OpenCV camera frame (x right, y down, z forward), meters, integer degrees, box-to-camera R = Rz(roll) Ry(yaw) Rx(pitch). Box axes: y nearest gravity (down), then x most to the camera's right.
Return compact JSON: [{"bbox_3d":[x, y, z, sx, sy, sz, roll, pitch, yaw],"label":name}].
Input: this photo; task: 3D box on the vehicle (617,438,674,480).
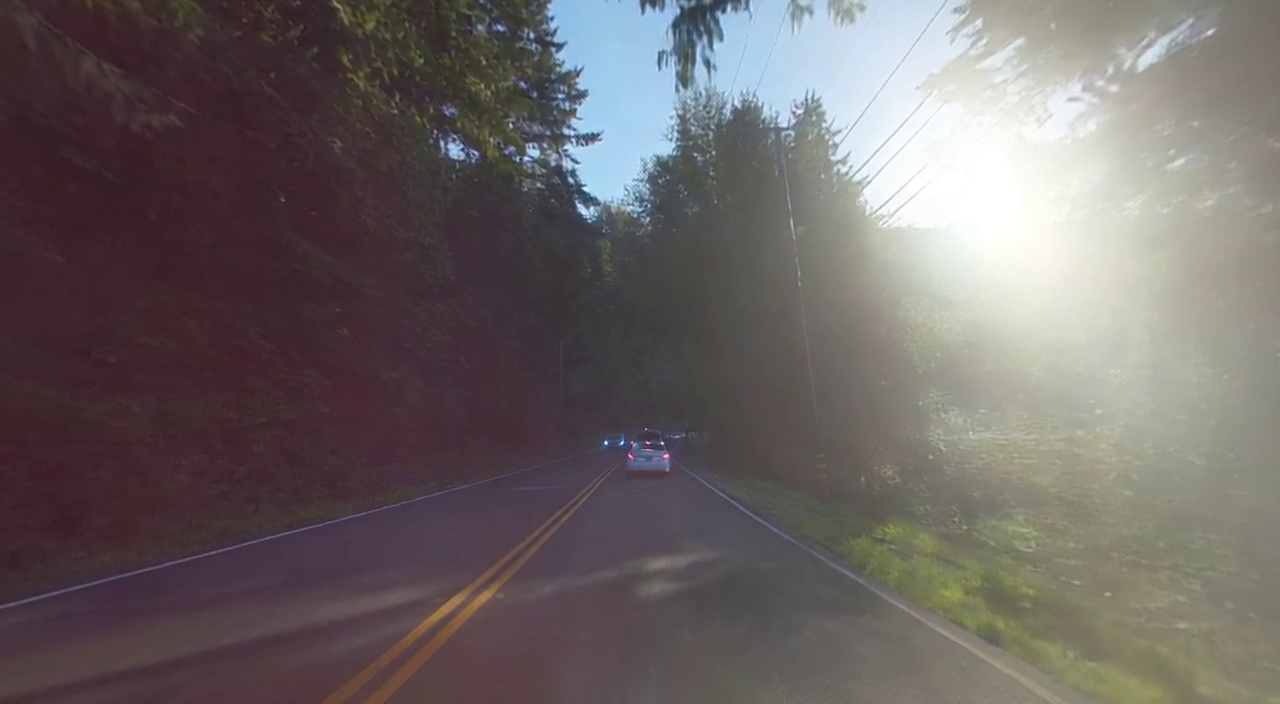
[{"bbox_3d":[0.162,4.177,24.889,2.081,1.503,3.726,0,-8,-1],"label":"vehicle"}]
